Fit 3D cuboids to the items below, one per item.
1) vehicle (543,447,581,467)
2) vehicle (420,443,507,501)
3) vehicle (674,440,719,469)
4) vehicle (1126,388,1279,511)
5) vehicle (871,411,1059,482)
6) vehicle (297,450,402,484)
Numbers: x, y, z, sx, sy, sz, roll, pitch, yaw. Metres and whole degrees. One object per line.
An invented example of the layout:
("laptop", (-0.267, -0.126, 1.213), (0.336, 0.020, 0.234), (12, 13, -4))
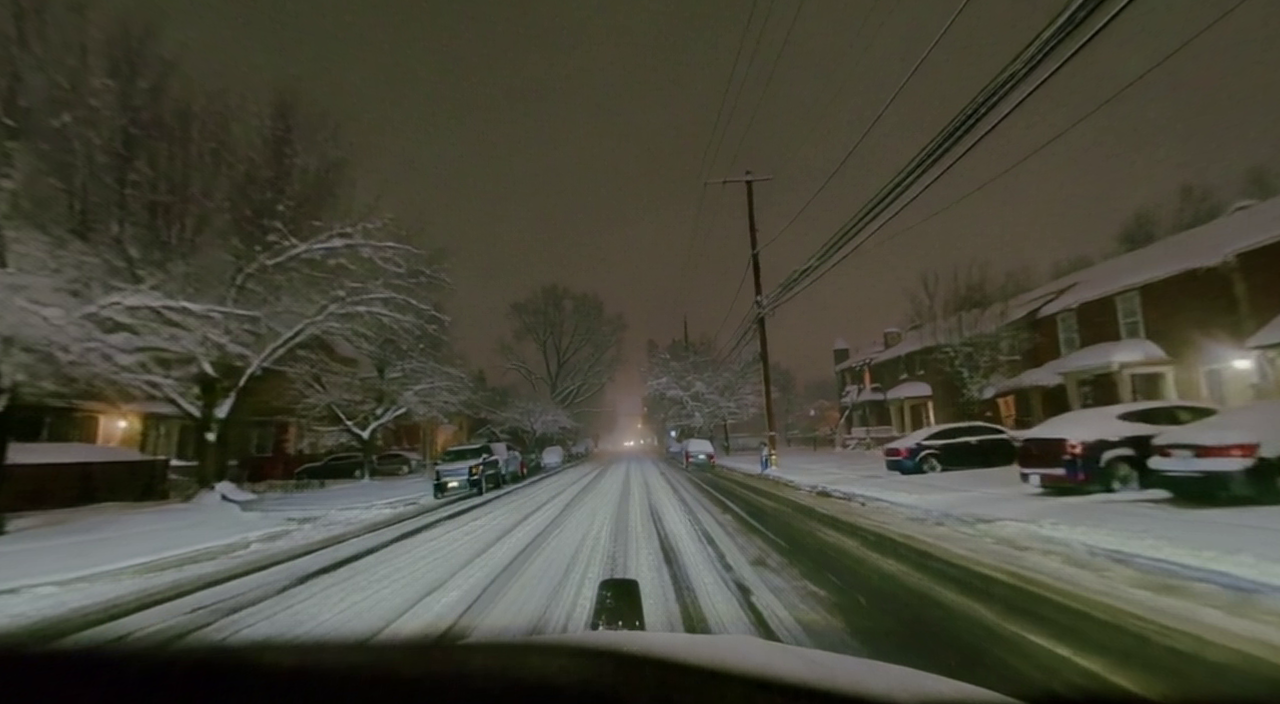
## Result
("vehicle", (-6.043, 8.206, 49.281), (2.199, 1.439, 4.757), (0, -9, 2))
("vehicle", (-6.206, 4.206, 22.655), (2.035, 1.736, 3.955), (-3, -8, -1))
("vehicle", (3.442, 6.312, 39.296), (2.247, 1.618, 4.655), (1, -8, -1))
("vehicle", (11.116, 1.535, 10.125), (4.782, 1.748, 2.106), (-1, -9, 2))
("vehicle", (9.850, 2.859, 19.408), (4.559, 1.843, 2.081), (-2, -7, -4))
("vehicle", (-16.083, 6.390, 35.174), (4.706, 1.681, 2.389), (-2, -8, 5))
